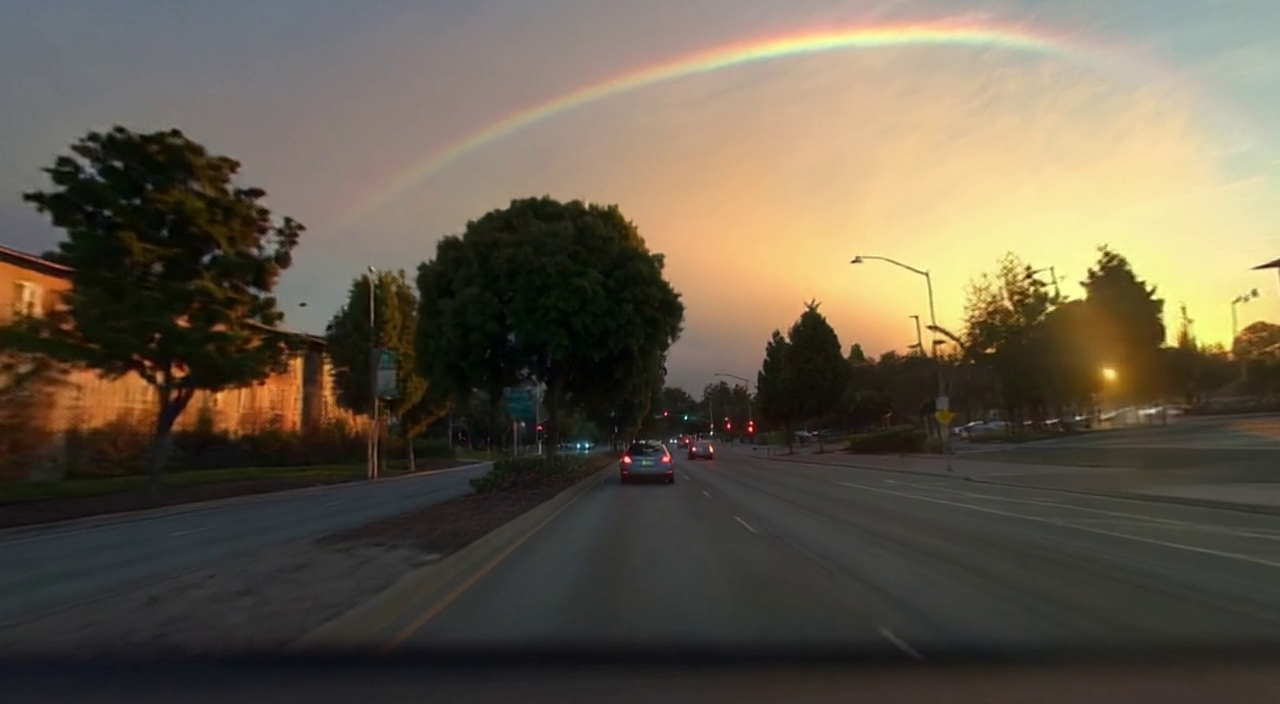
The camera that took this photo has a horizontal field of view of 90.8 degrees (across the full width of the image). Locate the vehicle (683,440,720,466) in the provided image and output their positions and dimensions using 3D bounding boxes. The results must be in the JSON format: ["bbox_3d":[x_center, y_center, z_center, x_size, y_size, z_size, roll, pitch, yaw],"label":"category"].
[{"bbox_3d":[4.187,6.922,43.349,1.987,1.613,4.081,0,-9,-2],"label":"vehicle"}]

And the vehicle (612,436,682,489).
[{"bbox_3d":[0.193,3.775,21.891,2.181,1.639,4.127,0,-9,0],"label":"vehicle"}]
